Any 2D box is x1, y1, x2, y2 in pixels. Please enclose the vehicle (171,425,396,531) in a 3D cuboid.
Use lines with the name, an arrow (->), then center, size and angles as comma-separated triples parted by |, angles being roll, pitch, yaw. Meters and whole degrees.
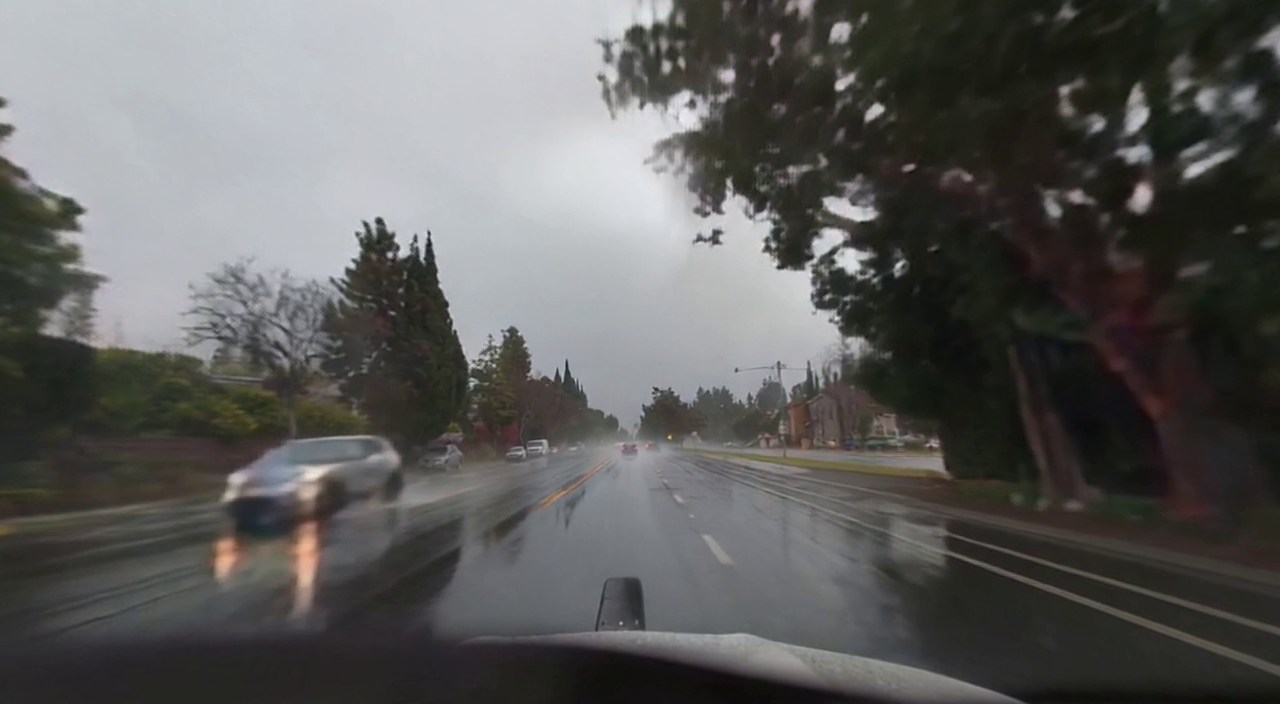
vehicle -> -7.043, 2.516, 13.220 | 2.054, 1.814, 4.543 | 0, -9, -1

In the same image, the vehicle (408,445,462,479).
vehicle -> -12.404, 6.628, 38.461 | 2.000, 1.821, 4.314 | -2, -8, -3
